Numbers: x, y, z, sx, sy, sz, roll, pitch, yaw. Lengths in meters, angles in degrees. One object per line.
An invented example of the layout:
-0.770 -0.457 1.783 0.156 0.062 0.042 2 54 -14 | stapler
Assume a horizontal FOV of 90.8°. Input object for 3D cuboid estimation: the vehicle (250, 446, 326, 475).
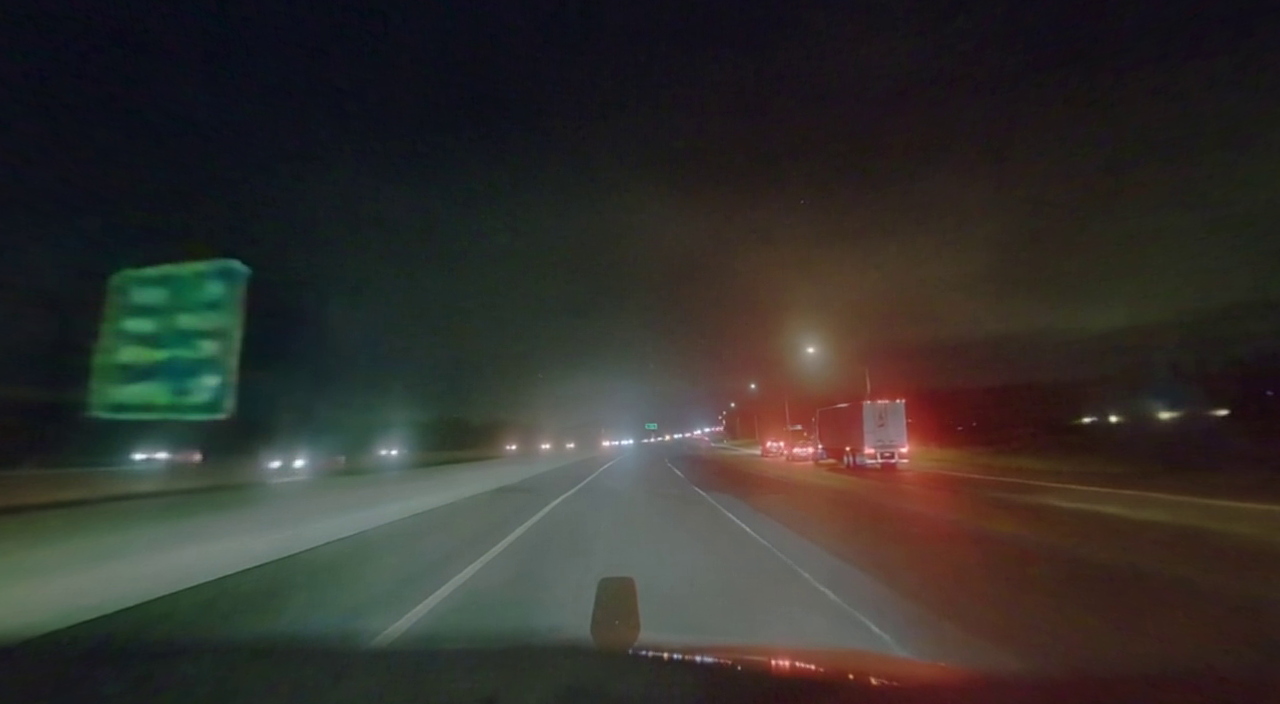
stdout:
-20.049 6.151 36.175 1.890 1.547 4.069 0 -8 1 | vehicle
